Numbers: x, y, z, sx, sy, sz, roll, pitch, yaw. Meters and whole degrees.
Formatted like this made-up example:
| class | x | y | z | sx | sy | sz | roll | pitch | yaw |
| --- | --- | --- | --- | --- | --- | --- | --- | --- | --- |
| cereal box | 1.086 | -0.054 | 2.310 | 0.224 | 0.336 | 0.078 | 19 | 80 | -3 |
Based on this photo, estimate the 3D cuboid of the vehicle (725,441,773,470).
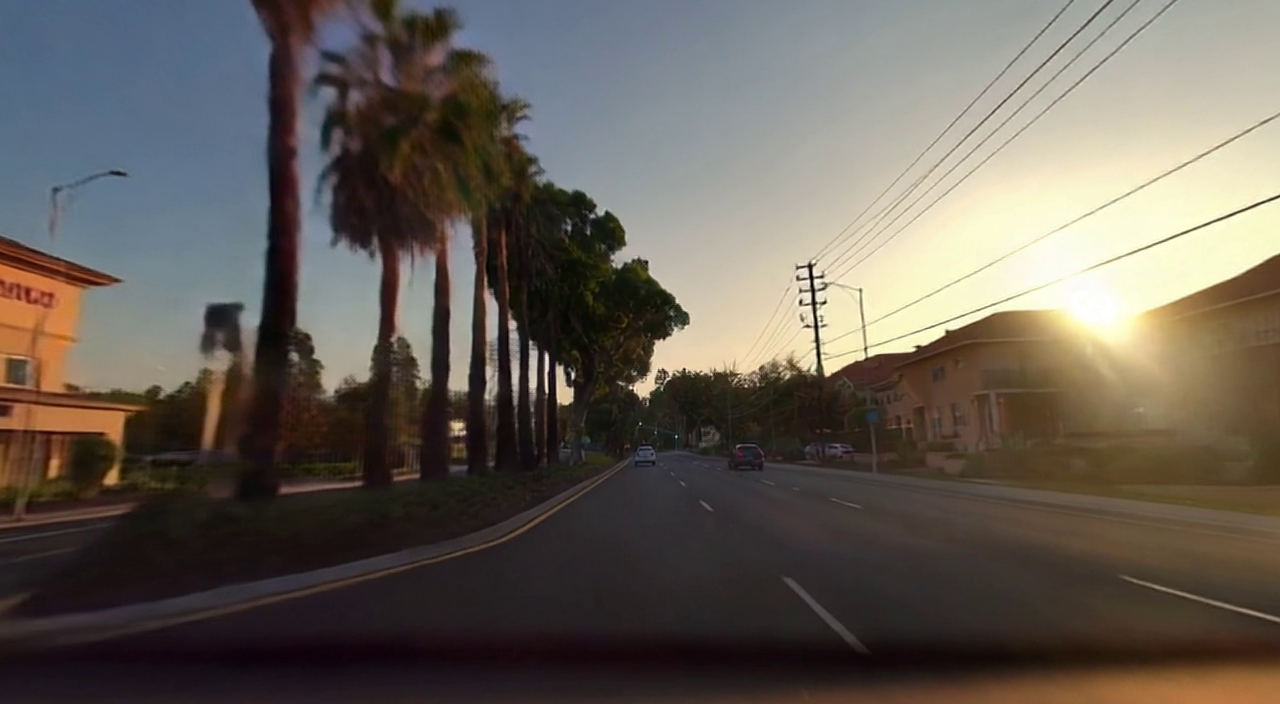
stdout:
| class | x | y | z | sx | sy | sz | roll | pitch | yaw |
| --- | --- | --- | --- | --- | --- | --- | --- | --- | --- |
| vehicle | 6.867 | 6.585 | 40.183 | 2.252 | 1.718 | 4.617 | 0 | -9 | 0 |

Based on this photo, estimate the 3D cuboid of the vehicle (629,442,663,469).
| class | x | y | z | sx | sy | sz | roll | pitch | yaw |
| --- | --- | --- | --- | --- | --- | --- | --- | --- | --- |
| vehicle | 0.405 | 7.013 | 42.879 | 2.138 | 1.702 | 4.168 | 0 | -9 | 1 |
